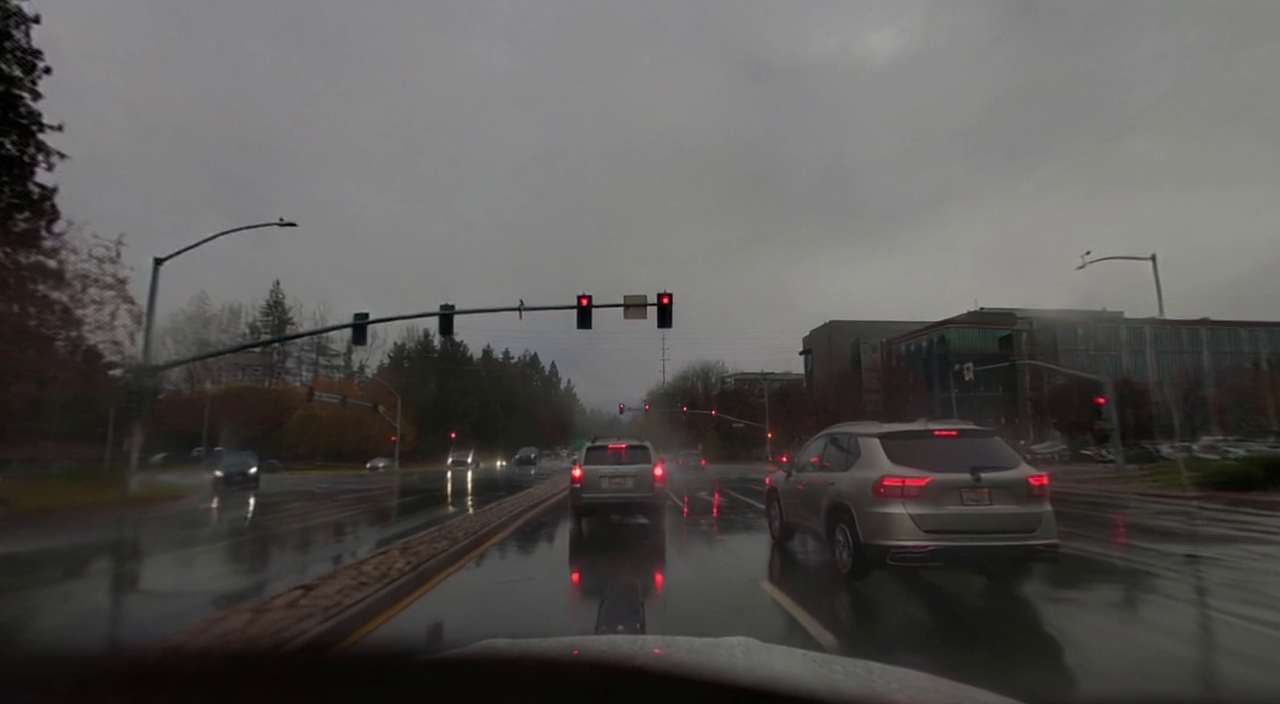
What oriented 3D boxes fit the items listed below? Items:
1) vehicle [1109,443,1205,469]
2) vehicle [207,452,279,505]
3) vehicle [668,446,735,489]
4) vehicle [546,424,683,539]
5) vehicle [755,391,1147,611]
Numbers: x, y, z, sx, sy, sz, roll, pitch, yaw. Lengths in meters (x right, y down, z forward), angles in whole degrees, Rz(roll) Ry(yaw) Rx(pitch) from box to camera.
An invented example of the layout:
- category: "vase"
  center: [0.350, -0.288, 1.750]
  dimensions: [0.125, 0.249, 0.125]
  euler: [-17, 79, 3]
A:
- category: "vehicle"
  center: [34.265, 6.905, 41.973]
  dimensions: [4.498, 1.710, 1.925]
  euler: [-1, -9, 4]
- category: "vehicle"
  center: [-15.577, 4.842, 24.733]
  dimensions: [2.060, 1.771, 4.802]
  euler: [5, -10, -33]
- category: "vehicle"
  center: [2.228, 4.310, 23.987]
  dimensions: [1.900, 1.459, 4.260]
  euler: [0, -9, -3]
- category: "vehicle"
  center: [-0.437, 2.254, 11.575]
  dimensions: [2.039, 1.698, 4.144]
  euler: [0, -9, -2]
- category: "vehicle"
  center: [2.995, 1.554, 7.492]
  dimensions: [2.228, 1.798, 4.370]
  euler: [0, -9, -3]
